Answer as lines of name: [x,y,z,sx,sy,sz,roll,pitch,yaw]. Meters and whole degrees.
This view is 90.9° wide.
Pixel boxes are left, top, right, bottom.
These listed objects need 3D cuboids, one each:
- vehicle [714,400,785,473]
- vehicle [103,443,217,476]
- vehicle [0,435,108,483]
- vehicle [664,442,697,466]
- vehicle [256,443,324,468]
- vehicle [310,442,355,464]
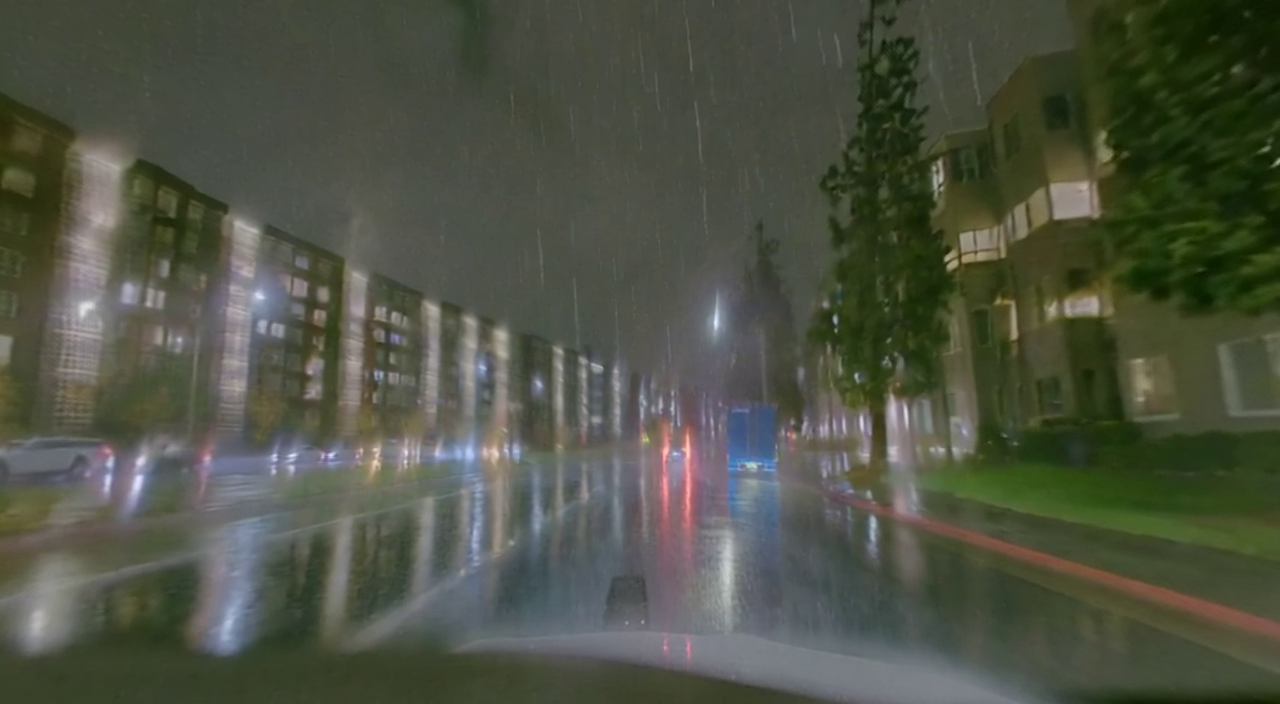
vehicle: [5.452,4.456,32.929,2.945,3.277,8.473,-1,-8,5]
vehicle: [-24.289,5.447,32.160,1.900,1.454,4.757,-3,-8,4]
vehicle: [-24.596,4.282,25.366,2.040,1.765,4.635,-2,-8,6]
vehicle: [2.515,6.197,38.380,1.871,1.370,4.206,-1,-8,6]
vehicle: [-23.099,6.818,41.779,2.015,1.446,4.316,-2,-8,2]
vehicle: [-22.763,7.497,46.772,1.659,1.570,2.845,-1,-8,7]
